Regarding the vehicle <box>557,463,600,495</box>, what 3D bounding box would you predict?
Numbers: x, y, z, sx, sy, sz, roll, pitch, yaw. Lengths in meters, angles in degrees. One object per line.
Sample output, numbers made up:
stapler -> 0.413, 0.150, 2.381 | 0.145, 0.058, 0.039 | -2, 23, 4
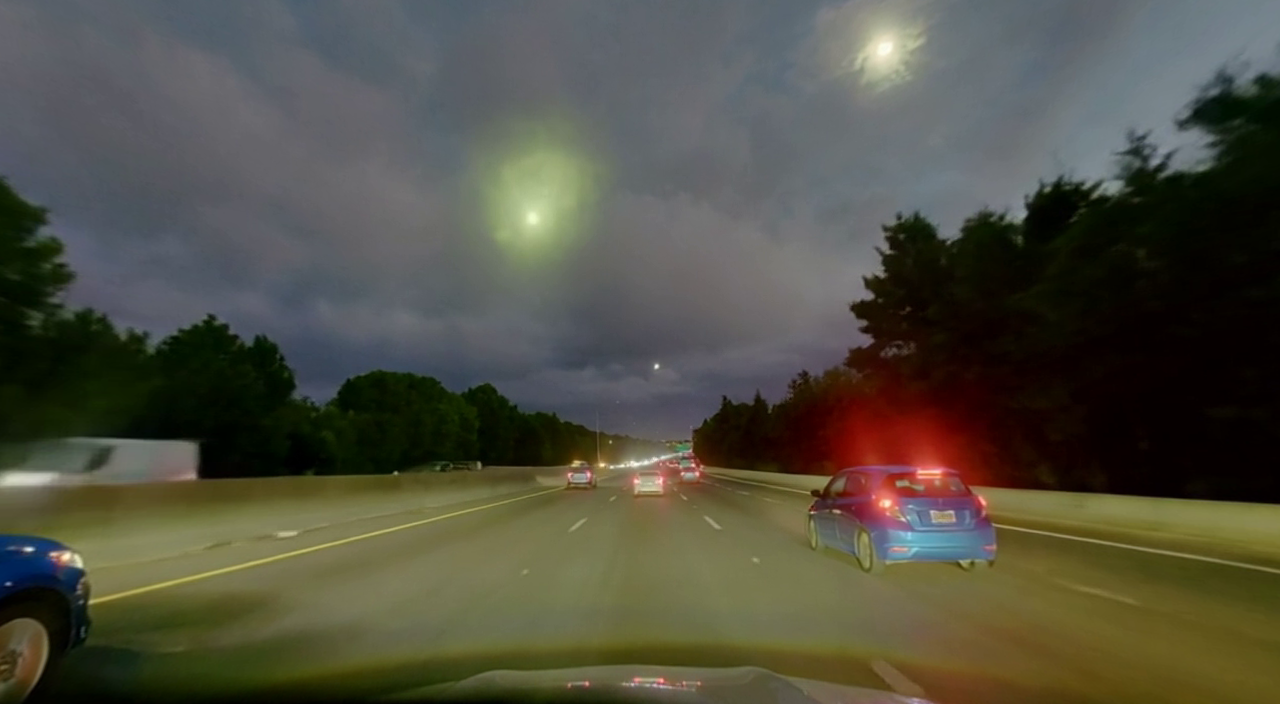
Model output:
vehicle -> -3.593, 7.530, 37.569 | 2.021, 1.706, 4.247 | 0, -10, 1

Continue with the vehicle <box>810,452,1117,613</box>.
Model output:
vehicle -> 3.756, 2.156, 8.253 | 1.938, 1.561, 3.786 | 1, -10, -1

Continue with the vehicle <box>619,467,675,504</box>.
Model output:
vehicle -> 0.301, 5.758, 27.392 | 2.241, 1.425, 3.973 | 1, -10, 1

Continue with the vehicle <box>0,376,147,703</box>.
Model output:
vehicle -> -3.971, 0.681, 1.493 | 1.999, 1.659, 4.340 | 1, -10, 0
